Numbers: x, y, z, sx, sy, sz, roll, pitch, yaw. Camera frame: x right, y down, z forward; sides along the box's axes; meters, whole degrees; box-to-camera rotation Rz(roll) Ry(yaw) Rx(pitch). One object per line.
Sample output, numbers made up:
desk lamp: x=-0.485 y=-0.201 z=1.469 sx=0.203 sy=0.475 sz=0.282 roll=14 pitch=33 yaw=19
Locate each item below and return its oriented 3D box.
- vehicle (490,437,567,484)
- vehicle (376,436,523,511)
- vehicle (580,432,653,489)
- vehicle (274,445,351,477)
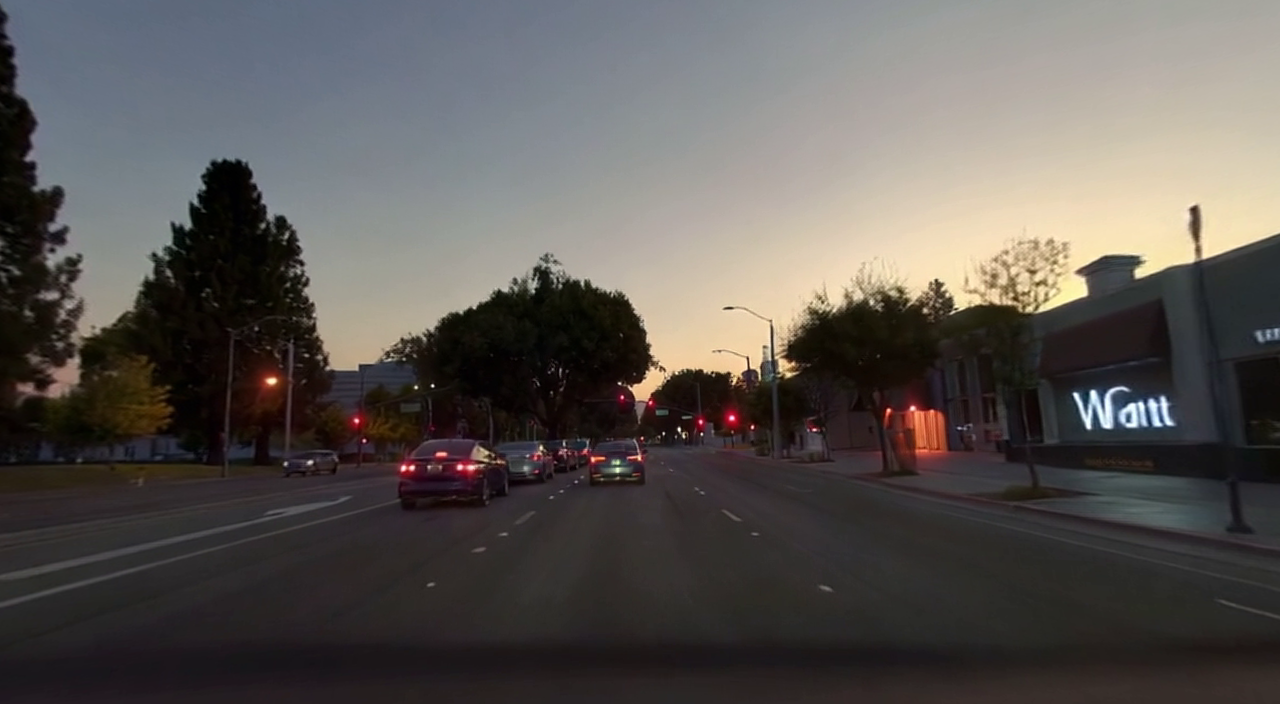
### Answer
vehicle: x=-3.757 y=3.727 z=22.009 sx=1.950 sy=1.487 sz=4.130 roll=0 pitch=-8 yaw=0
vehicle: x=-4.174 y=2.723 z=14.735 sx=2.020 sy=1.457 sz=4.496 roll=0 pitch=-8 yaw=0
vehicle: x=-0.670 y=3.321 z=19.640 sx=2.042 sy=1.555 sz=3.912 roll=0 pitch=-8 yaw=0
vehicle: x=-19.490 y=6.480 z=37.835 sx=2.054 sy=1.724 sz=4.829 roll=0 pitch=-8 yaw=-1
